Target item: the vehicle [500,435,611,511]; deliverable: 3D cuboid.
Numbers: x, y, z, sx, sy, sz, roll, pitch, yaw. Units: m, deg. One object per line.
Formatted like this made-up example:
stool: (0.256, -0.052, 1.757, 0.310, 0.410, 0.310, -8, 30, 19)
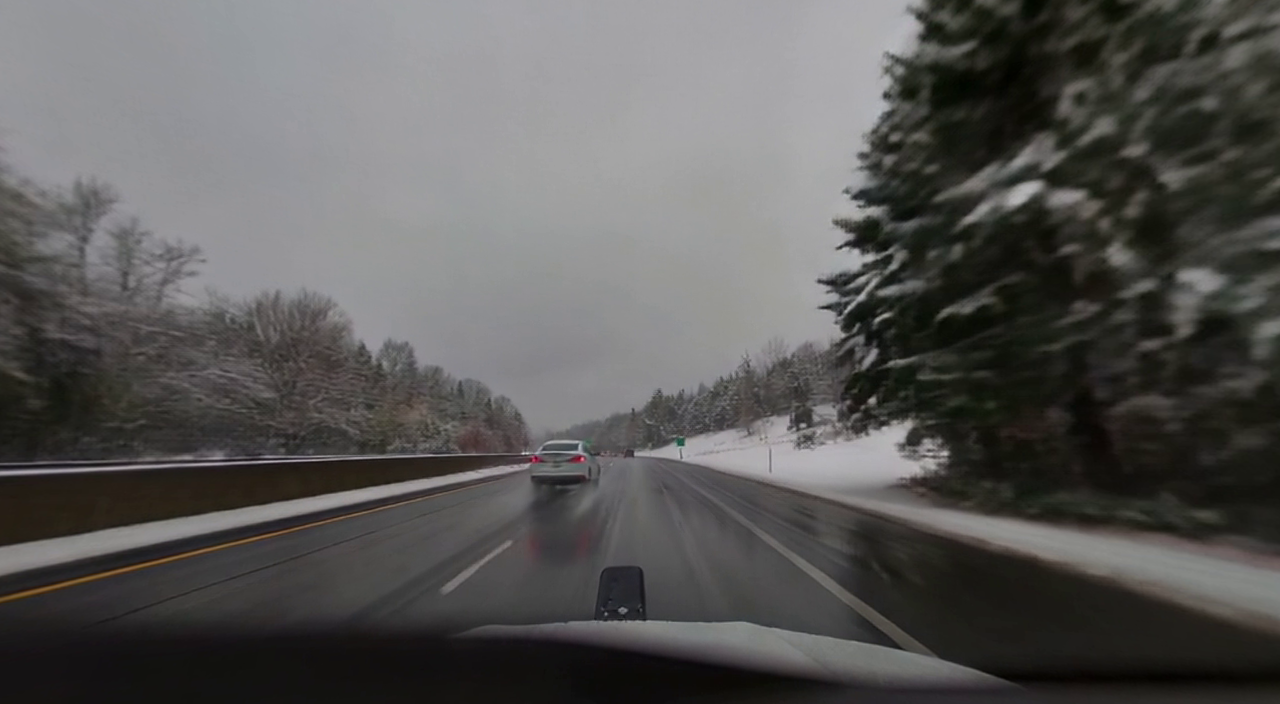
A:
vehicle: (-2.011, 3.067, 16.482, 2.135, 1.686, 4.517, -1, -9, 2)
